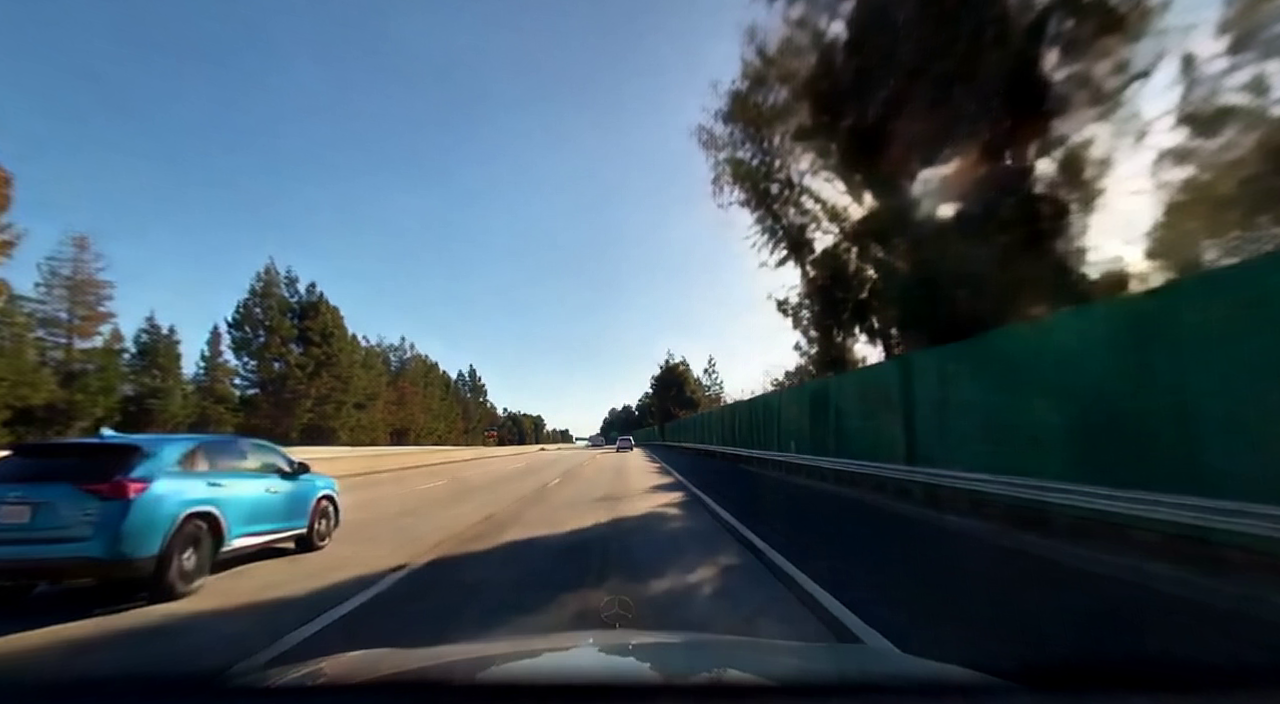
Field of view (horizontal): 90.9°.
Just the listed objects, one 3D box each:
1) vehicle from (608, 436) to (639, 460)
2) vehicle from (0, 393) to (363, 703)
[{"bbox_3d":[-1.018,5.984,39.463,1.836,1.450,3.519,0,-8,-1],"label":"vehicle"},{"bbox_3d":[-4.242,1.213,4.853,2.072,1.545,4.767,0,-8,0],"label":"vehicle"}]
